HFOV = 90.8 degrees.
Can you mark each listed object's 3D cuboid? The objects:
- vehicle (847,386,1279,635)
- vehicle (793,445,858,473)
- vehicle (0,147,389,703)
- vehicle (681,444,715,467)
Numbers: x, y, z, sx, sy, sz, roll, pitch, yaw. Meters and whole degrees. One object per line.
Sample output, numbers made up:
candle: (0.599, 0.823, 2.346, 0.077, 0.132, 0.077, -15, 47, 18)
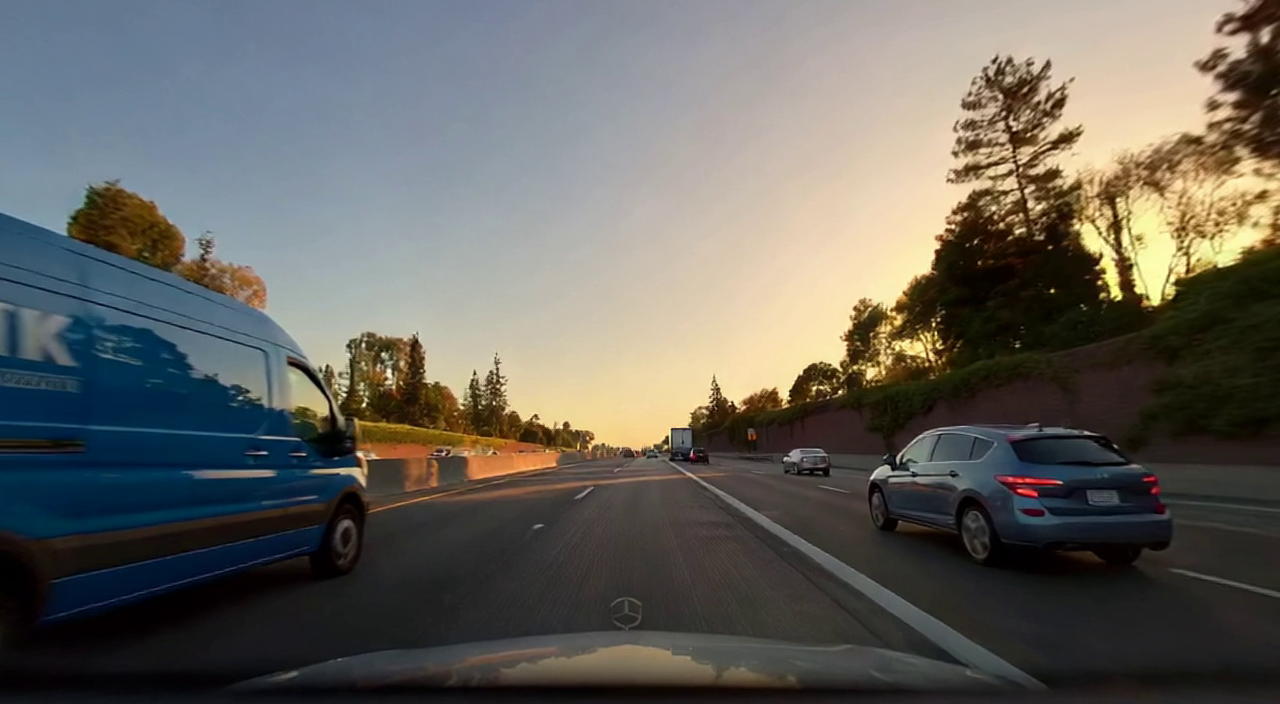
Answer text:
vehicle: (4.132, 1.464, 6.841, 2.025, 1.706, 4.797, 0, -9, -1)
vehicle: (10.517, 6.085, 36.105, 1.838, 1.490, 4.460, 1, -9, -8)
vehicle: (-4.027, 0.573, 3.642, 2.380, 2.648, 6.879, 0, -9, -1)
vehicle: (4.390, 7.880, 48.286, 2.066, 1.638, 4.158, 0, -9, -1)
